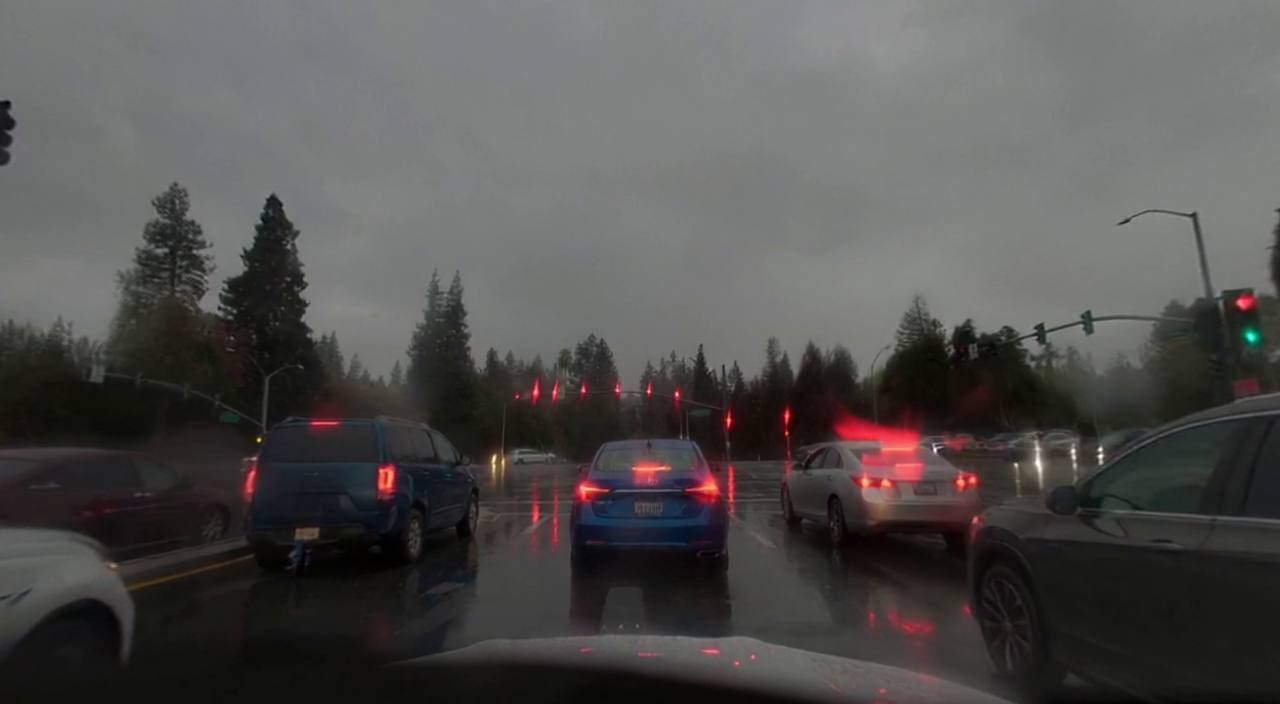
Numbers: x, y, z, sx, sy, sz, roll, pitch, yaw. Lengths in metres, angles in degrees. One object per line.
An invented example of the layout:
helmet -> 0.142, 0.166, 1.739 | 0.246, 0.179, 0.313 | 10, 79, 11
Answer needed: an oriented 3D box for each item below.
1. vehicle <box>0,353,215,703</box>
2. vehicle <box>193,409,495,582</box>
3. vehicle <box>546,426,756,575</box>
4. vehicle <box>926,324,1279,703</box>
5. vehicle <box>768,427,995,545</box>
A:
vehicle -> -3.345, 0.662, 1.141 | 2.034, 1.655, 4.465 | 0, -9, 0
vehicle -> -3.428, 1.747, 8.442 | 1.958, 1.693, 4.242 | 0, -9, 0
vehicle -> 0.052, 1.816, 8.487 | 2.114, 1.482, 4.056 | 0, -9, -2
vehicle -> 3.260, 0.818, 2.512 | 2.178, 1.691, 4.314 | 0, -9, 0
vehicle -> 3.536, 2.049, 10.300 | 1.874, 1.487, 4.404 | 0, -9, -1
